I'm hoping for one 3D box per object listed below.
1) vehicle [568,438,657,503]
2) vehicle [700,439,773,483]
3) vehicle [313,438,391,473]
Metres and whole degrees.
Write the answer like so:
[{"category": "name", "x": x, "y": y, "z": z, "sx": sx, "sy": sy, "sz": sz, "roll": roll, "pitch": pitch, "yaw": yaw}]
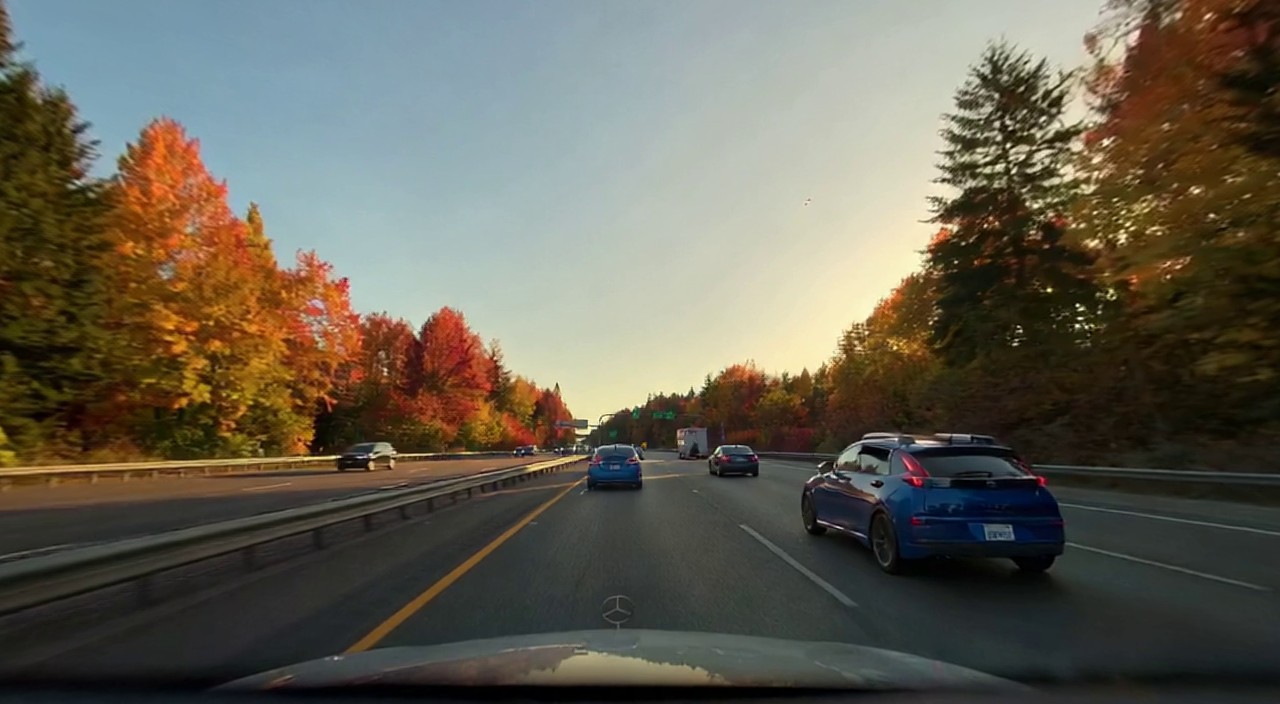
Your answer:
[{"category": "vehicle", "x": -0.700, "y": 3.187, "z": 17.295, "sx": 2.128, "sy": 1.516, "sz": 4.410, "roll": 0, "pitch": -9, "yaw": -1}, {"category": "vehicle", "x": 3.791, "y": 4.368, "z": 25.334, "sx": 2.300, "sy": 1.595, "sz": 4.144, "roll": -1, "pitch": -9, "yaw": 0}, {"category": "vehicle", "x": -13.990, "y": 5.067, "z": 30.724, "sx": 1.933, "sy": 1.556, "sz": 4.105, "roll": 0, "pitch": -9, "yaw": -1}]
